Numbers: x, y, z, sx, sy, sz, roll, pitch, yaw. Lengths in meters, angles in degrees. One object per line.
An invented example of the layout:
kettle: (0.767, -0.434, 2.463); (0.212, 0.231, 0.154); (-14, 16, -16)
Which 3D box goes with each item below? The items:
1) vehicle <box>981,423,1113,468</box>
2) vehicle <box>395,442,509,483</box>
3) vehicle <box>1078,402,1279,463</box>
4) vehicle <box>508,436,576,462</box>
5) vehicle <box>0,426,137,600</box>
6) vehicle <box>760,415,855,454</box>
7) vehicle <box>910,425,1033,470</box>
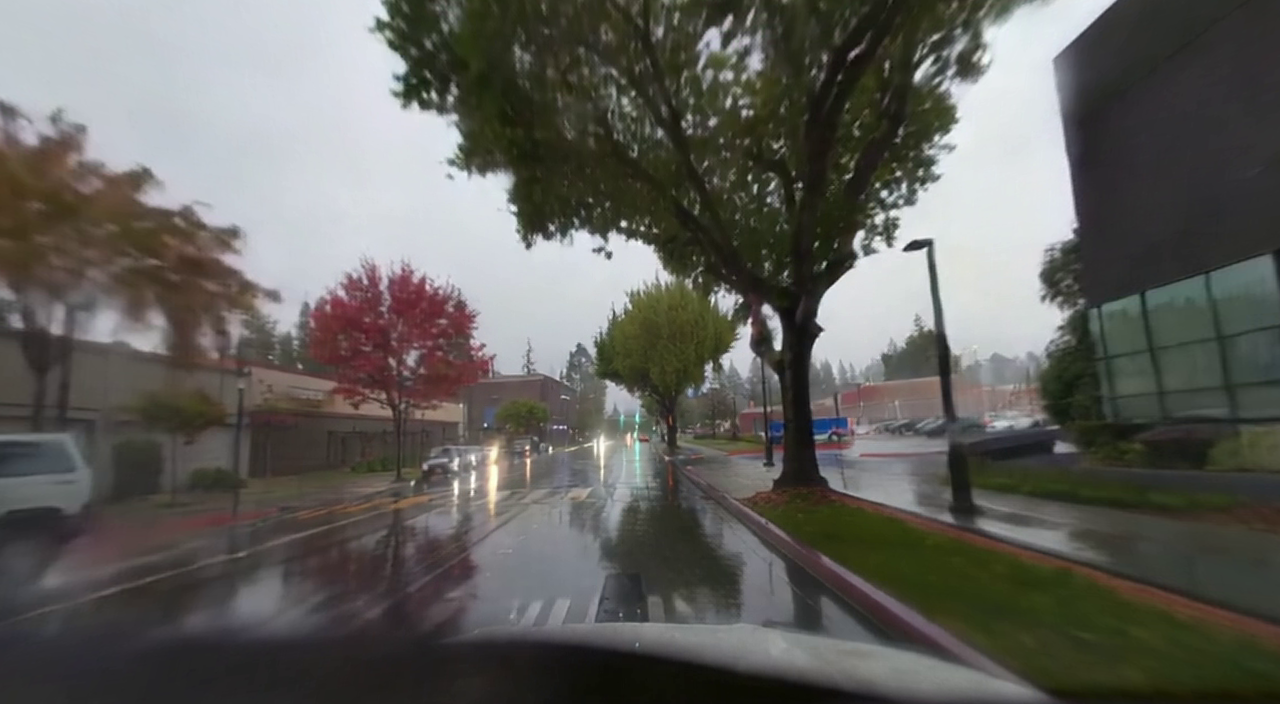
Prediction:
vehicle: (14.734, 3.445, 23.150); (1.934, 1.477, 4.373); (0, -8, 0)
vehicle: (-8.738, 5.131, 29.520); (1.879, 1.543, 4.778); (-13, -13, 43)
vehicle: (19.483, 3.023, 23.216); (2.266, 1.971, 5.467); (1, -8, -6)
vehicle: (-6.993, 6.977, 45.470); (2.050, 1.758, 4.585); (-7, -11, 41)
vehicle: (-7.481, 1.600, 5.900); (1.950, 1.743, 4.312); (-1, -7, 0)
vehicle: (10.867, 5.375, 41.075); (5.453, 1.794, 2.011); (-7, -6, -1)
vehicle: (11.733, 3.419, 22.684); (1.950, 1.429, 4.589); (0, -8, 0)
